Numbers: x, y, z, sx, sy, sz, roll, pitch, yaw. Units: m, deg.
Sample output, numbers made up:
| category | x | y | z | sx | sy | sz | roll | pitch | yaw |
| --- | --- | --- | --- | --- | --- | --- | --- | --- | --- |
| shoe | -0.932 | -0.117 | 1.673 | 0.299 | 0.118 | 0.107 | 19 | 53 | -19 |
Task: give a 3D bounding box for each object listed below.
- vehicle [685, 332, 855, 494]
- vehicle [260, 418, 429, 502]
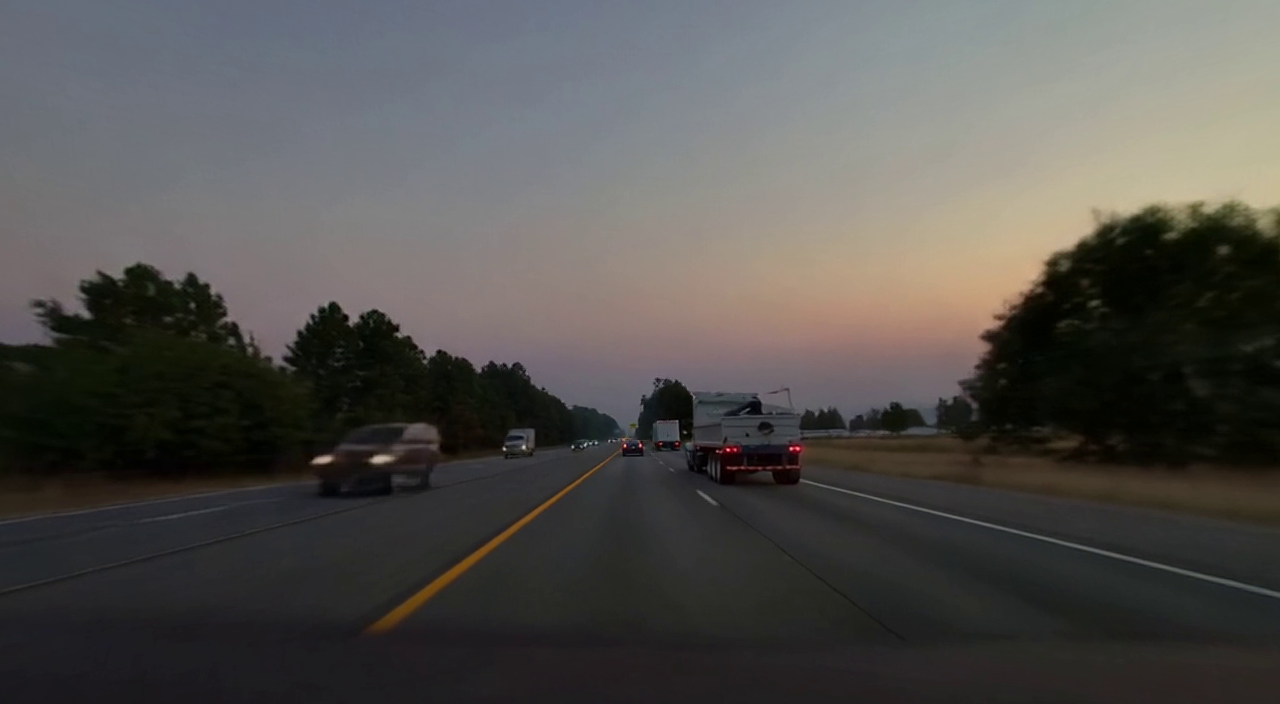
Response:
| category | x | y | z | sx | sy | sz | roll | pitch | yaw |
| --- | --- | --- | --- | --- | --- | --- | --- | --- | --- |
| vehicle | 3.691 | 2.422 | 22.541 | 2.919 | 4.004 | 13.911 | 0 | -8 | -1 |
| vehicle | -7.813 | 2.875 | 17.332 | 2.339 | 1.965 | 4.856 | 0 | -8 | -1 |
